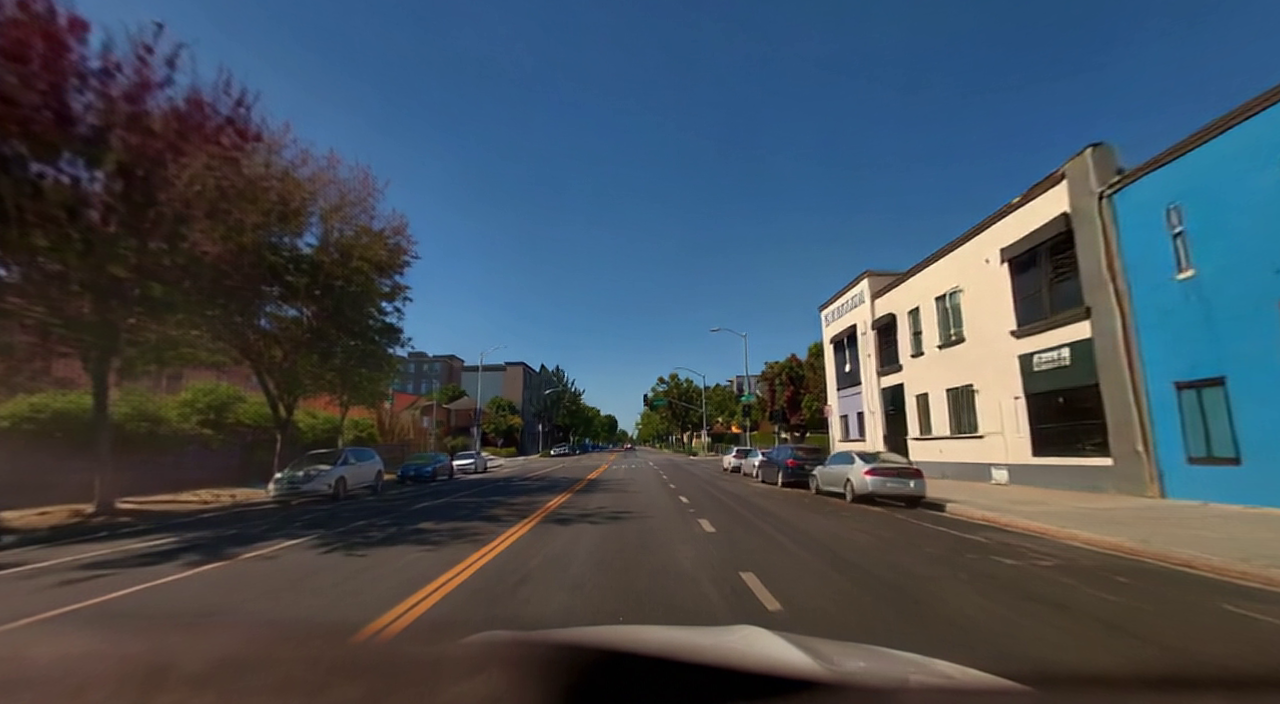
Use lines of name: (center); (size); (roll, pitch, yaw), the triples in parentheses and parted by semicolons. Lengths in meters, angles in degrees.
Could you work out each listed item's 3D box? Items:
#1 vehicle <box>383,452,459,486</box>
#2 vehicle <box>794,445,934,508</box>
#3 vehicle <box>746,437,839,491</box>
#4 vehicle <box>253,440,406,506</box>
vehicle: (-10.210, 5.466, 29.823); (1.953, 1.387, 4.529); (-1, -8, 0)
vehicle: (6.118, 3.428, 18.040); (2.038, 1.482, 4.994); (0, -8, -2)
vehicle: (5.714, 4.247, 24.430); (2.227, 1.811, 5.172); (0, -8, -1)
vehicle: (-9.897, 3.852, 20.808); (2.228, 1.863, 5.407); (-1, -8, 1)
